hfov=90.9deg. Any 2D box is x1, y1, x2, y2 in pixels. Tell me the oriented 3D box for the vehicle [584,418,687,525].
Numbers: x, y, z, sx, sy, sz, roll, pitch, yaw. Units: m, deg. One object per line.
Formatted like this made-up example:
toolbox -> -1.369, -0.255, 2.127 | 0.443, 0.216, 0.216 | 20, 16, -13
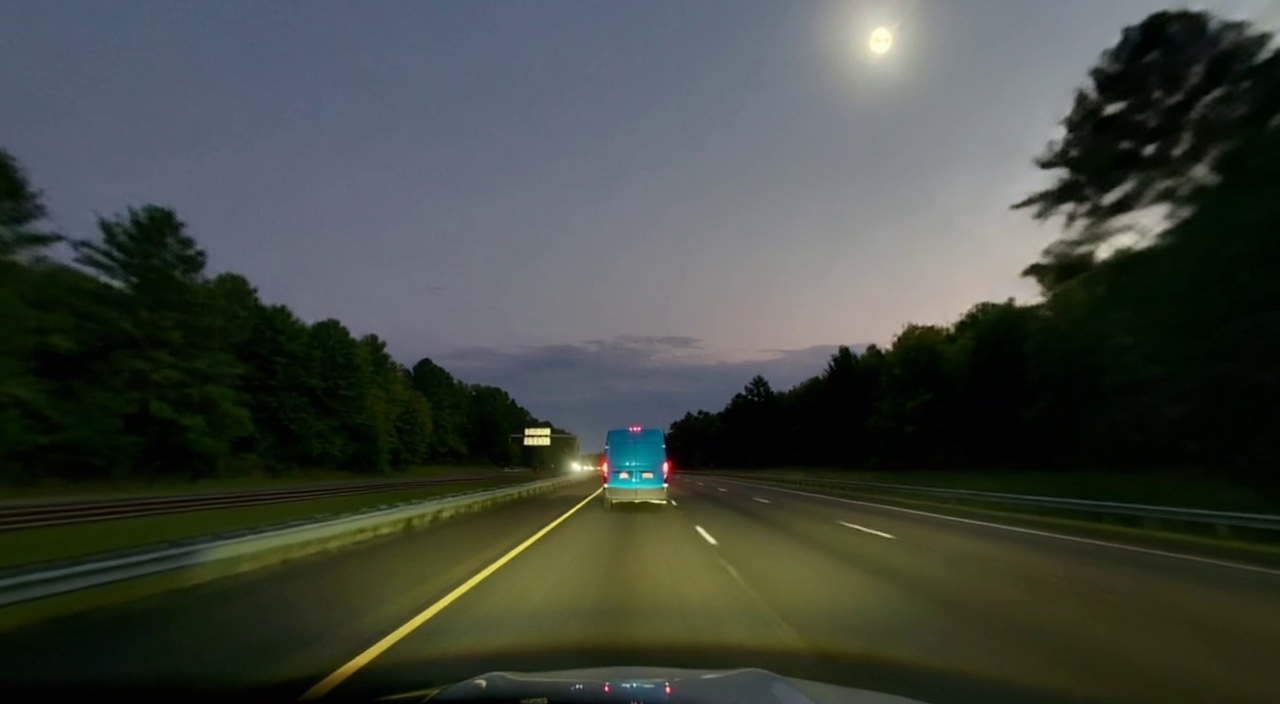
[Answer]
vehicle -> -0.199, 3.339, 17.769 | 2.375, 2.432, 6.161 | 1, -10, -2
